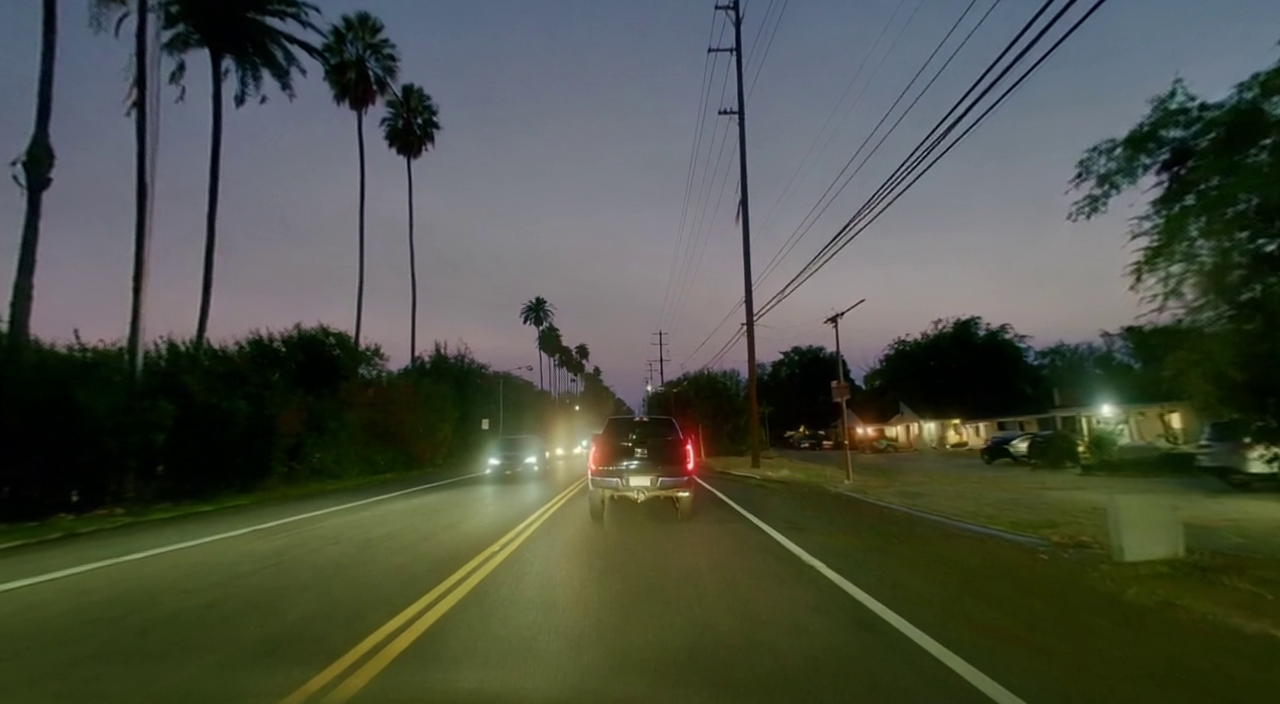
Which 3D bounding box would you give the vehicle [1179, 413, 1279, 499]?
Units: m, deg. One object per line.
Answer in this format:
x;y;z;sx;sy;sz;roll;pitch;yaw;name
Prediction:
16.060;2.520;15.407;2.338;1.917;6.076;-3;-9;20;vehicle

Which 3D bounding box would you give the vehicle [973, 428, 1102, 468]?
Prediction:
20.339;4.988;32.823;2.277;1.836;6.267;0;-9;-4;vehicle

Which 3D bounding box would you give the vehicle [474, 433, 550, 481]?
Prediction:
-5.109;4.263;25.928;2.223;1.776;4.614;0;-8;-1;vehicle

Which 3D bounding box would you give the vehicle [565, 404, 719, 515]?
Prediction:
0.023;2.442;14.761;2.848;2.047;5.885;0;-8;0;vehicle
